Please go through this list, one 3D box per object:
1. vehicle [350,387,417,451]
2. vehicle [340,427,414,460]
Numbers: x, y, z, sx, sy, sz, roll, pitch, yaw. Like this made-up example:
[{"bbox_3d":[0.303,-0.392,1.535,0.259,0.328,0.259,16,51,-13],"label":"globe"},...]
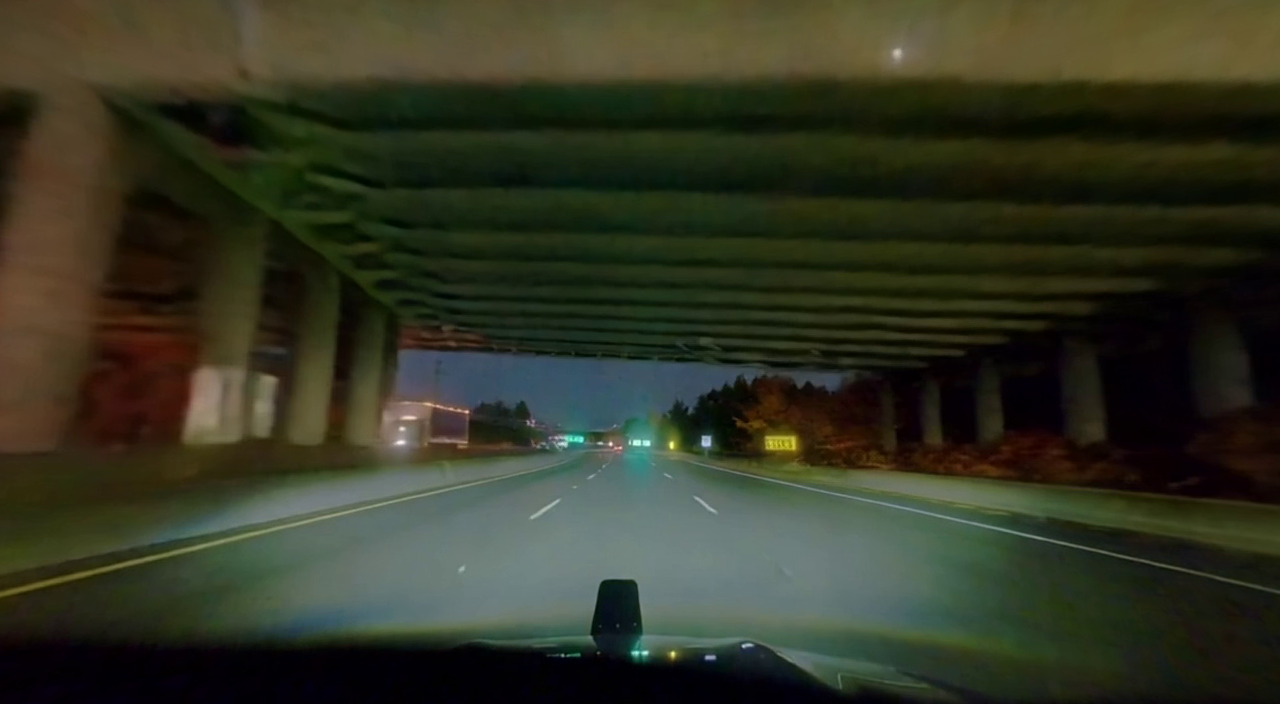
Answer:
[{"bbox_3d":[-17.506,4.683,43.041,2.975,3.969,3.953,-3,-10,-2],"label":"vehicle"},{"bbox_3d":[-13.075,4.624,31.445,1.932,1.533,4.143,0,-9,-1],"label":"vehicle"}]
